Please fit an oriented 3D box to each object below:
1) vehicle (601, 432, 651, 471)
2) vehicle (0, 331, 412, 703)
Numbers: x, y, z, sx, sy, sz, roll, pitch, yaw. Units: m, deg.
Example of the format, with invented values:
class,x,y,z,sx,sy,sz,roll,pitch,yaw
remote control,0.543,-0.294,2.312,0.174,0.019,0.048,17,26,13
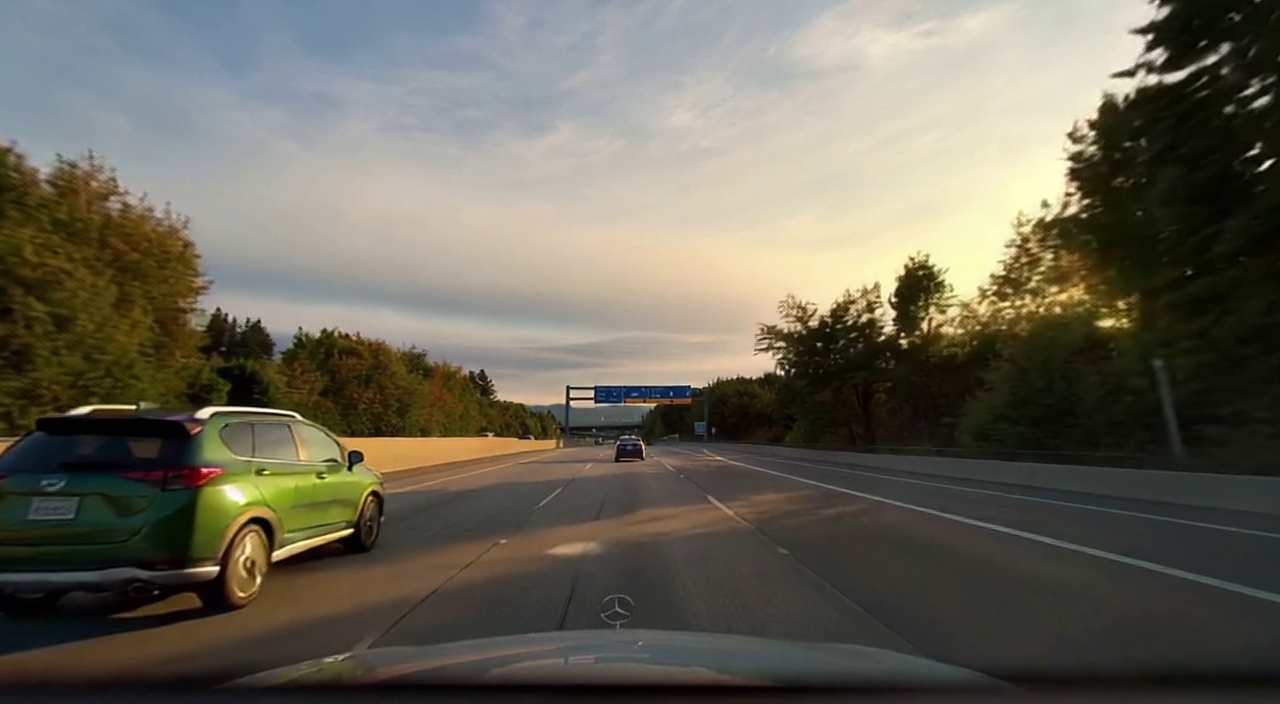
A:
class,x,y,z,sx,sy,sz,roll,pitch,yaw
vehicle,-0.600,4.269,27.246,2.010,1.534,4.013,0,-8,-1
vehicle,-3.532,1.051,4.515,2.111,1.689,4.505,0,-8,0
